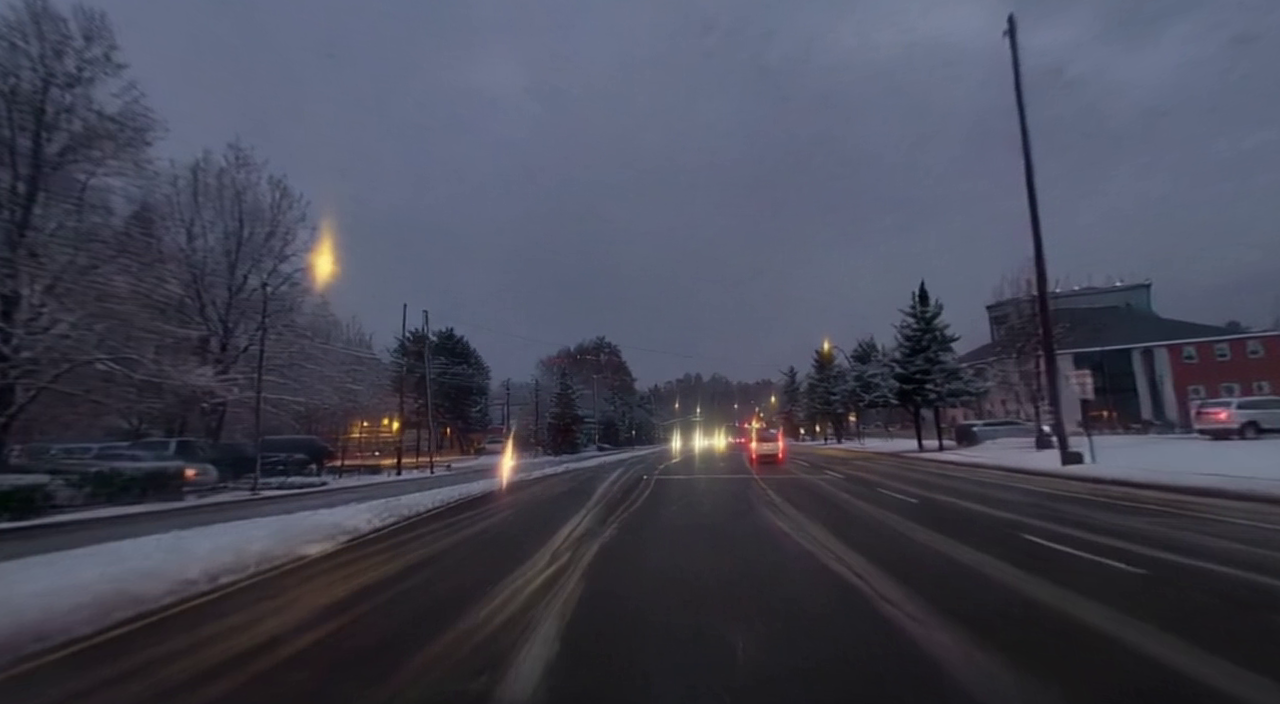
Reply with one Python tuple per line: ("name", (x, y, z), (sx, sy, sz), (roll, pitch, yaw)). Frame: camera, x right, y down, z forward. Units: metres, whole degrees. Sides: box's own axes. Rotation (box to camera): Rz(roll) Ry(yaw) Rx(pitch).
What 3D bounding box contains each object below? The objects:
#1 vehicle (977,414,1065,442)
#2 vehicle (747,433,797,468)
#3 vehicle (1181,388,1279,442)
("vehicle", (25.656, 5.165, 42.720), (4.440, 1.725, 2.255), (-1, -9, 8))
("vehicle", (6.636, 5.026, 32.179), (2.181, 1.639, 4.127), (-1, -9, 7))
("vehicle", (22.914, 2.309, 22.910), (4.359, 1.849, 2.152), (-1, -9, 7))
